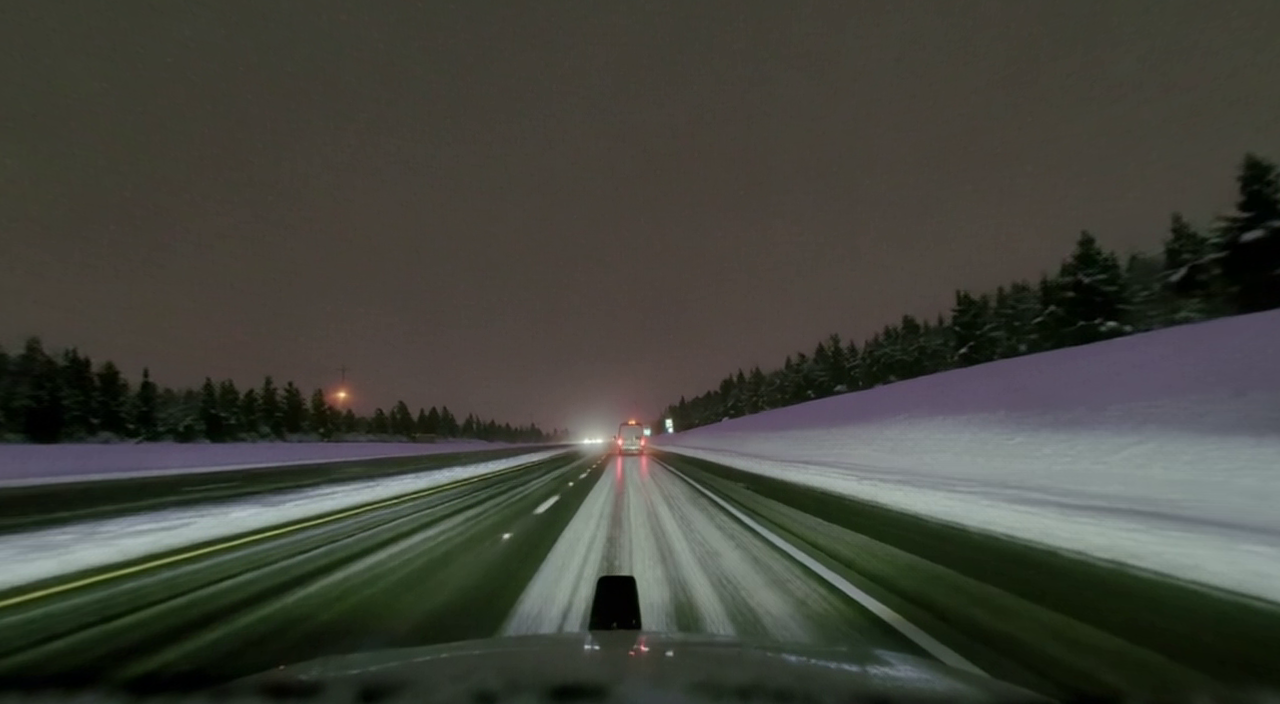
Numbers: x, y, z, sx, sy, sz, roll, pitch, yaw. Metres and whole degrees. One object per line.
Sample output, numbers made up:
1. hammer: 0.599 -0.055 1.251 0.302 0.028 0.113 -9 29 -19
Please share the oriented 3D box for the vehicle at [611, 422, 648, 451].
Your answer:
1. vehicle: -0.695 5.253 39.085 2.157 1.647 4.524 0 -8 -3
